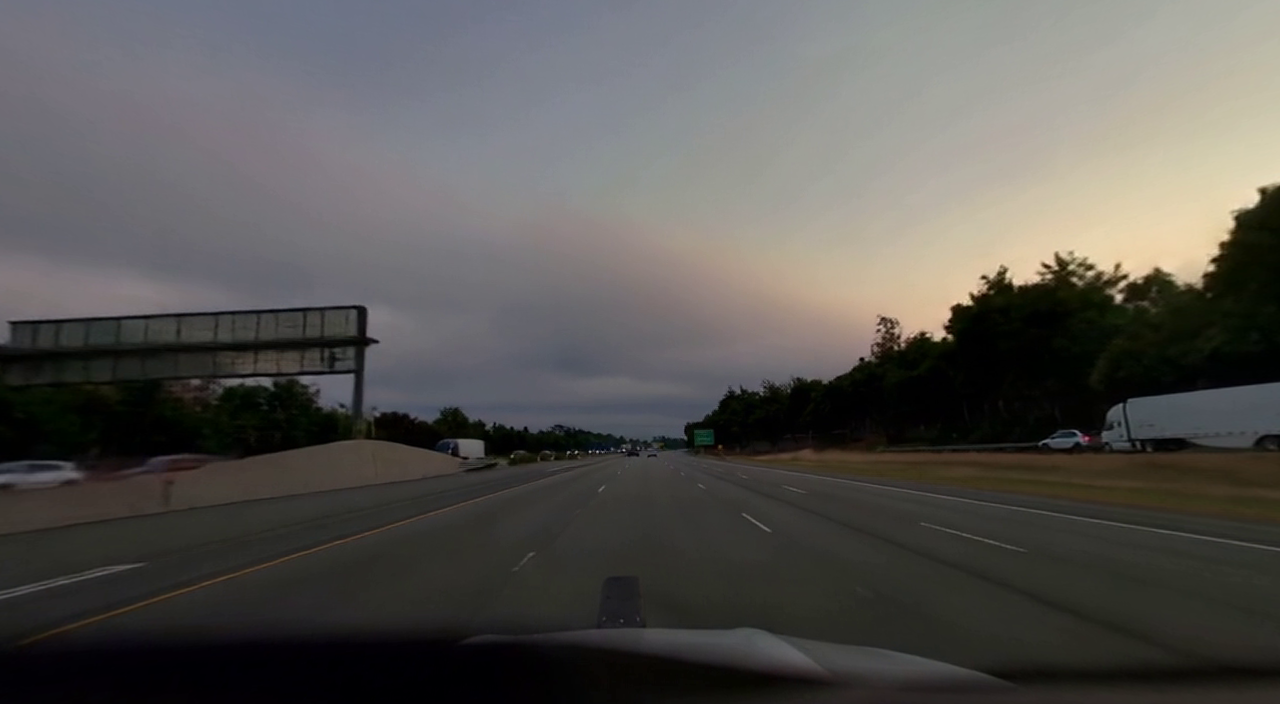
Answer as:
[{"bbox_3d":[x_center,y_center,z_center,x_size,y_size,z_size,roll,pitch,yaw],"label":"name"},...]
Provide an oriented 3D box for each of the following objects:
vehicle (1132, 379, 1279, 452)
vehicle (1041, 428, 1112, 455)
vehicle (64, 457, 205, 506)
[{"bbox_3d":[37.196,3.913,37.587,2.876,4.046,13.881,1,-9,-8],"label":"vehicle"},{"bbox_3d":[31.297,6.462,45.305,2.038,1.823,3.744,1,-9,-9],"label":"vehicle"},{"bbox_3d":[-16.562,4.231,20.905,1.639,1.433,3.624,0,-9,0],"label":"vehicle"}]
